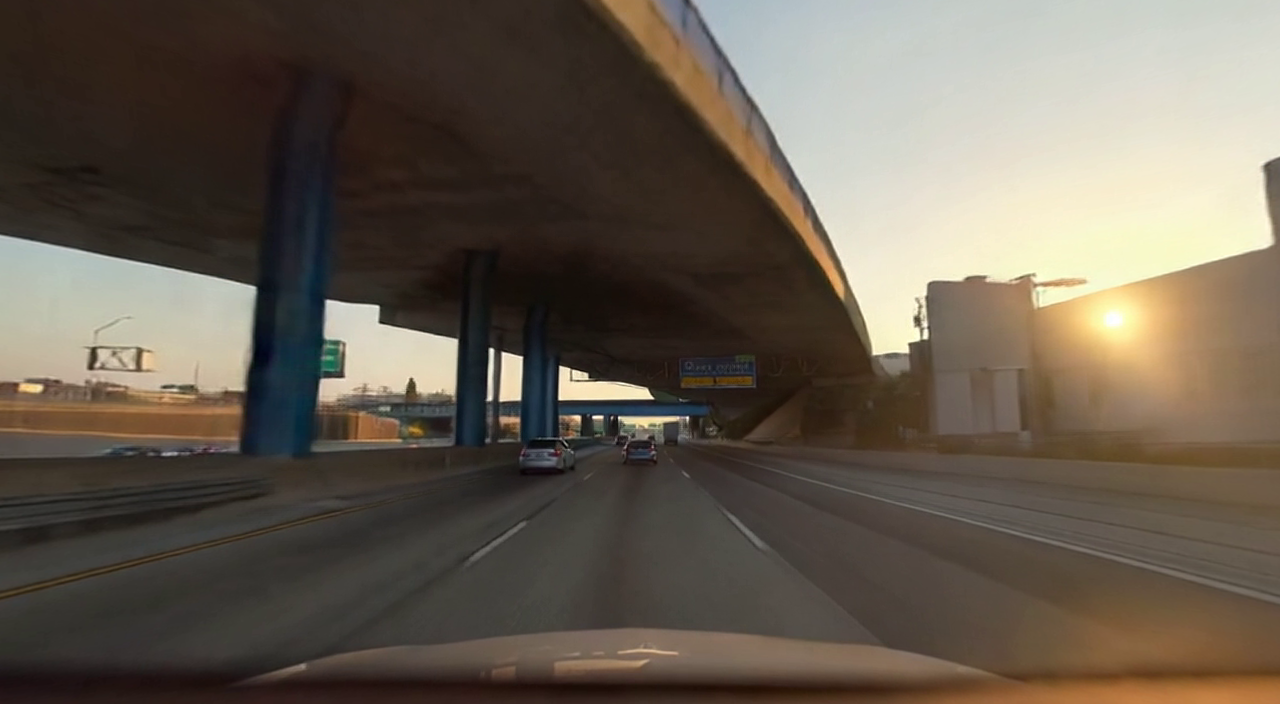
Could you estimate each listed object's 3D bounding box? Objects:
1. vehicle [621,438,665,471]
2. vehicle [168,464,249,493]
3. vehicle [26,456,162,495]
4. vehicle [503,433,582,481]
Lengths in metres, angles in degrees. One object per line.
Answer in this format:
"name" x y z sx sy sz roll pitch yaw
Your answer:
"vehicle" 0.135 4.728 29.287 1.877 1.386 3.872 0 -8 0
"vehicle" -27.955 8.174 41.109 1.844 1.564 4.787 0 -8 1
"vehicle" -31.733 7.129 36.995 2.533 1.951 5.987 0 -8 1
"vehicle" -3.463 3.817 23.187 2.064 1.589 4.213 -1 -8 2
